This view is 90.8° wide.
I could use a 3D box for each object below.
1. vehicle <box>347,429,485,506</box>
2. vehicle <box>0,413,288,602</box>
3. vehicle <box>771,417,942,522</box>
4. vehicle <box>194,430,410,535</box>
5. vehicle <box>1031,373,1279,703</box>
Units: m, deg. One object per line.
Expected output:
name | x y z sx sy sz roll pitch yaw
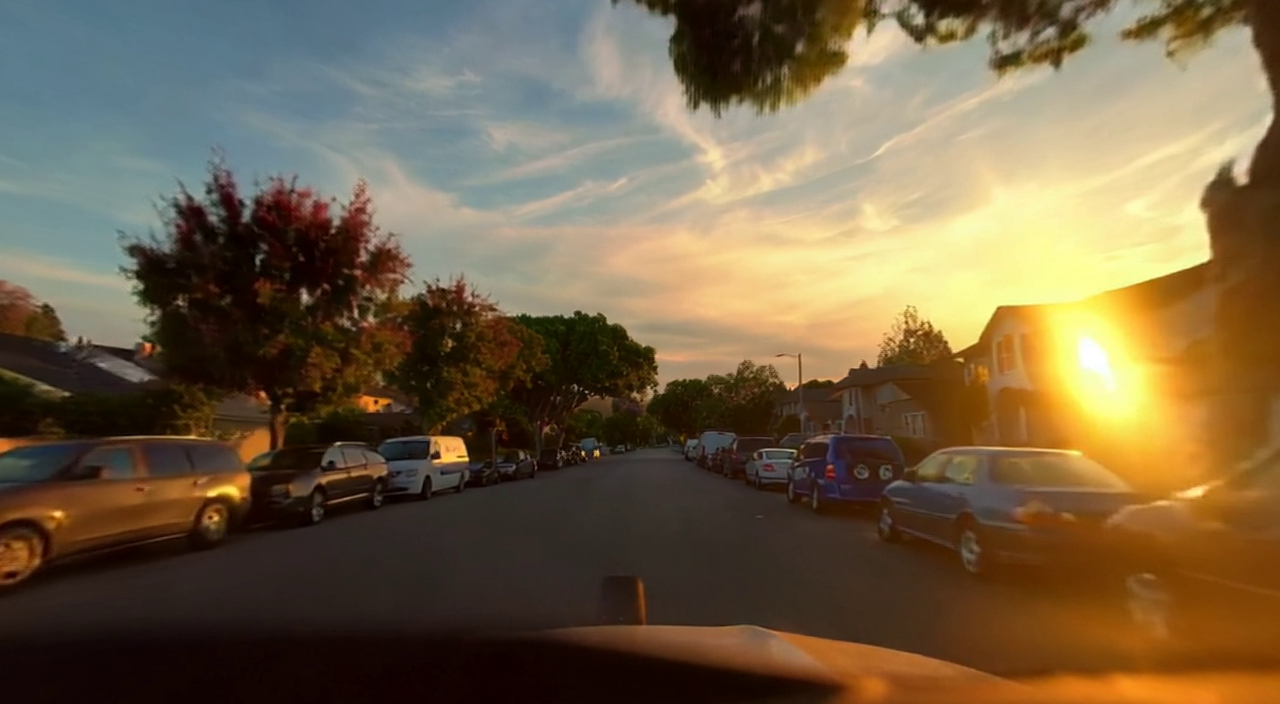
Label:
vehicle | -6.758 3.517 19.953 2.085 1.997 5.755 -2 -8 2
vehicle | -7.082 1.804 7.648 1.965 1.797 6.086 -3 -10 2
vehicle | 4.351 2.463 13.776 1.985 1.819 5.163 0 -9 1
vehicle | -7.076 2.766 14.084 1.891 1.780 5.240 -3 -9 1
vehicle | 4.021 0.853 2.305 1.903 1.714 5.092 0 -9 0
